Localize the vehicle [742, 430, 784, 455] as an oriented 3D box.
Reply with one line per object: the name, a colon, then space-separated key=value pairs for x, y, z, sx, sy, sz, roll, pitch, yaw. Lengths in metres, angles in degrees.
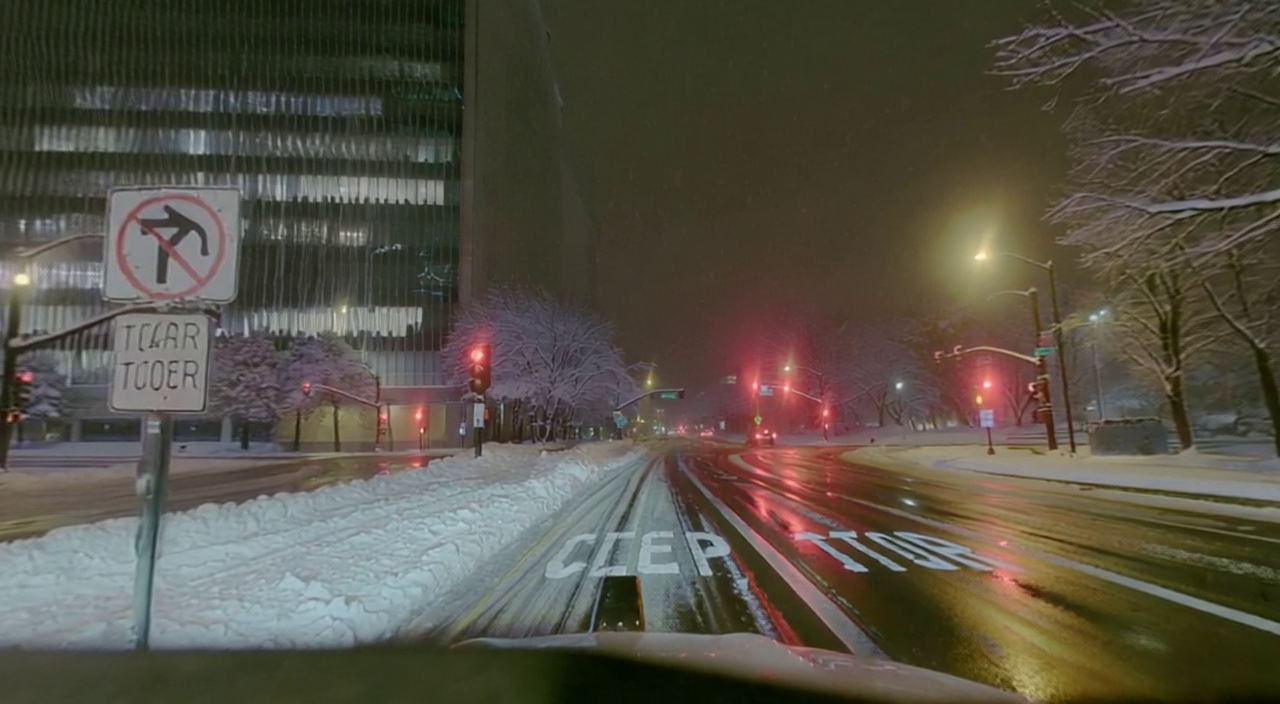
vehicle: x=9.613 y=7.132 z=49.590 sx=2.156 sy=1.881 sz=4.743 roll=0 pitch=-8 yaw=-2
